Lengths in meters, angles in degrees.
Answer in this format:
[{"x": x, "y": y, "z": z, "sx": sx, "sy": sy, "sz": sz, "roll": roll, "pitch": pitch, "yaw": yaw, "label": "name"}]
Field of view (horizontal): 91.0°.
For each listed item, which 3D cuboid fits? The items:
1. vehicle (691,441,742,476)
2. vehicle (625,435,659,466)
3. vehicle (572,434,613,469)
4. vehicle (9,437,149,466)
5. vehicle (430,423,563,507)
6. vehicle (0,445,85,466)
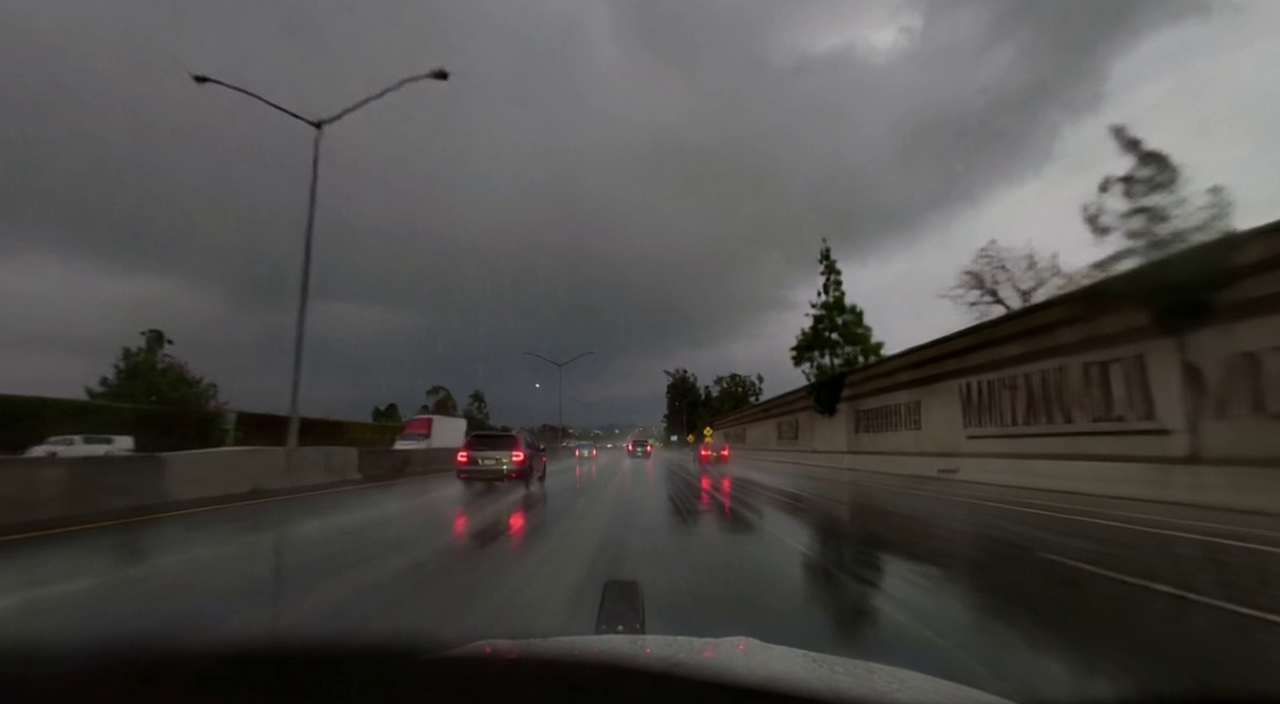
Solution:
[{"x": 4.117, "y": 5.821, "z": 34.689, "sx": 2.224, "sy": 1.752, "sz": 4.487, "roll": 1, "pitch": -9, "yaw": -1, "label": "vehicle"}, {"x": 0.125, "y": 7.638, "z": 48.961, "sx": 2.485, "sy": 2.215, "sz": 5.199, "roll": 0, "pitch": -9, "yaw": 0, "label": "vehicle"}, {"x": -3.146, "y": 6.712, "z": 42.666, "sx": 2.378, "sy": 2.214, "sz": 4.352, "roll": 0, "pitch": -9, "yaw": 0, "label": "vehicle"}, {"x": -40.953, "y": 7.287, "z": 46.115, "sx": 7.369, "sy": 1.939, "sz": 3.201, "roll": 0, "pitch": -9, "yaw": 3, "label": "vehicle"}, {"x": -3.491, "y": 2.907, "z": 16.628, "sx": 2.184, "sy": 1.819, "sz": 5.441, "roll": 0, "pitch": -9, "yaw": 1, "label": "vehicle"}, {"x": -38.670, "y": 6.641, "z": 40.433, "sx": 4.193, "sy": 1.265, "sz": 1.917, "roll": 0, "pitch": -9, "yaw": 1, "label": "vehicle"}]
